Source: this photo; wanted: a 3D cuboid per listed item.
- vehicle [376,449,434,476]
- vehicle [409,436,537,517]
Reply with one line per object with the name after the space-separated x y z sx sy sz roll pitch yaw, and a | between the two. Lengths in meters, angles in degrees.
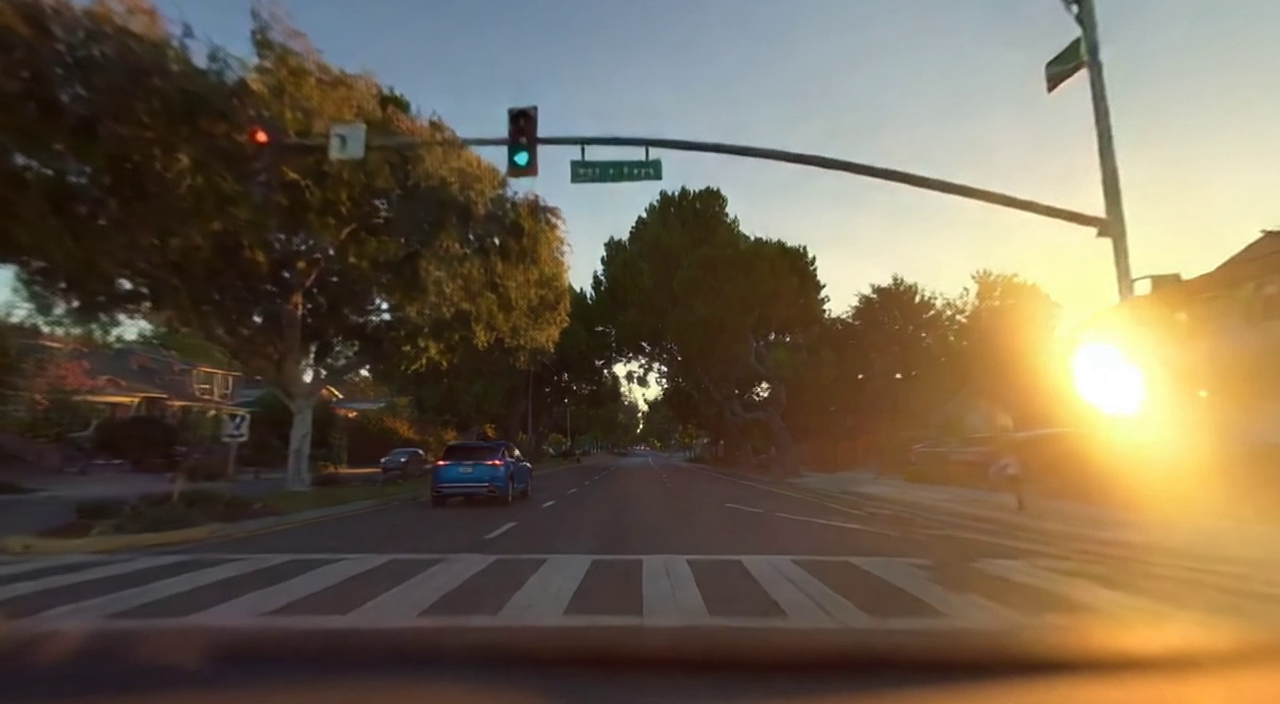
-16.669 7.849 45.057 2.202 1.724 4.934 0 -8 1 | vehicle
-3.977 3.010 15.894 1.993 1.733 4.262 0 -8 1 | vehicle
